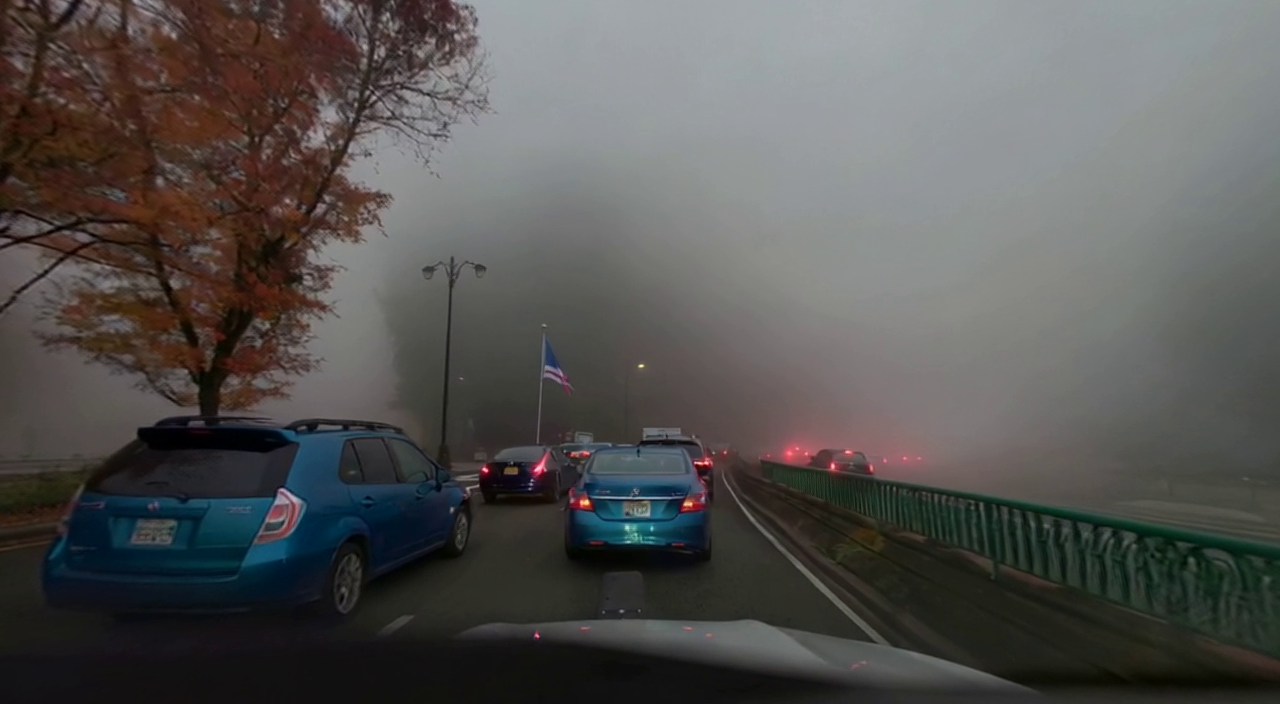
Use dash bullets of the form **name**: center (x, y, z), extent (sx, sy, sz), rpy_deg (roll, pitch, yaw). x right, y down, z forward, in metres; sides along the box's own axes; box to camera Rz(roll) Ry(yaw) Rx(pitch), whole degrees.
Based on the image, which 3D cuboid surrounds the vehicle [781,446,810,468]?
- **vehicle**: center (11.651, 7.902, 47.496), extent (1.944, 1.544, 4.301), rpy_deg (-1, -9, 12)

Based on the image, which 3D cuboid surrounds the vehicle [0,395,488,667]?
- **vehicle**: center (-3.088, 1.414, 6.080), extent (1.988, 1.635, 4.260), rpy_deg (0, -9, 3)

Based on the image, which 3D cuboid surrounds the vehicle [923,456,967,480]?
- **vehicle**: center (23.066, 8.747, 47.827), extent (1.946, 1.649, 4.326), rpy_deg (-1, -9, 12)

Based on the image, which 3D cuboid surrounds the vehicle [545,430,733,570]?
- **vehicle**: center (0.113, 1.971, 9.210), extent (2.090, 1.506, 4.276), rpy_deg (0, -9, 3)

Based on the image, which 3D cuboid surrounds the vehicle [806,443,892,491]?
- **vehicle**: center (7.792, 4.294, 23.947), extent (2.011, 1.610, 4.568), rpy_deg (0, -9, 4)
